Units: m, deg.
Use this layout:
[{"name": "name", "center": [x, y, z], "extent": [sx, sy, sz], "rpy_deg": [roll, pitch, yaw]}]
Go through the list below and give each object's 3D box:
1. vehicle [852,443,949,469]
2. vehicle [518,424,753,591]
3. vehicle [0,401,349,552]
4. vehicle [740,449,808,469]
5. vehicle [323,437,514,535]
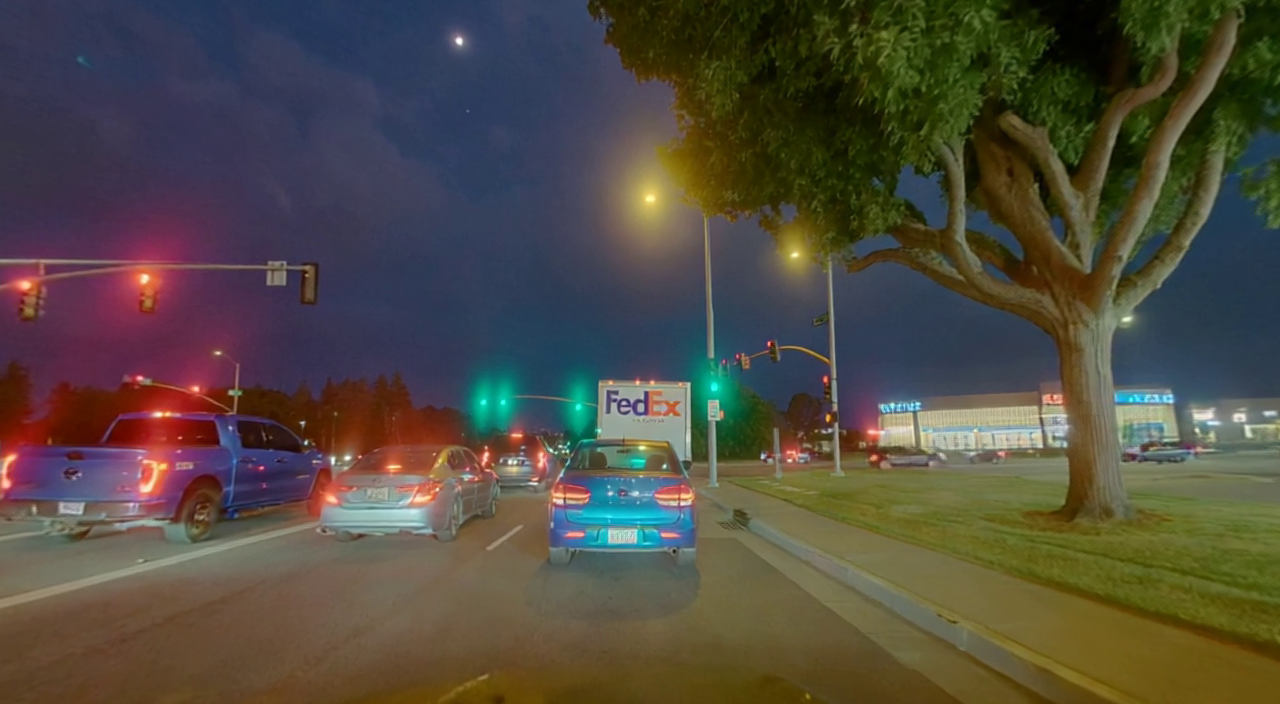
[{"name": "vehicle", "center": [15.224, 6.104, 36.922], "extent": [4.794, 1.481, 1.968], "rpy_deg": [0, -8, 2]}, {"name": "vehicle", "center": [-0.050, 1.748, 7.943], "extent": [2.145, 1.513, 4.269], "rpy_deg": [0, -9, 0]}, {"name": "vehicle", "center": [-7.285, 1.983, 10.727], "extent": [2.125, 1.893, 5.498], "rpy_deg": [0, -9, -2]}, {"name": "vehicle", "center": [10.367, 8.288, 48.678], "extent": [4.841, 1.494, 1.829], "rpy_deg": [1, -9, -5]}, {"name": "vehicle", "center": [-3.871, 2.398, 11.932], "extent": [1.949, 1.487, 4.390], "rpy_deg": [0, -9, 1]}]
